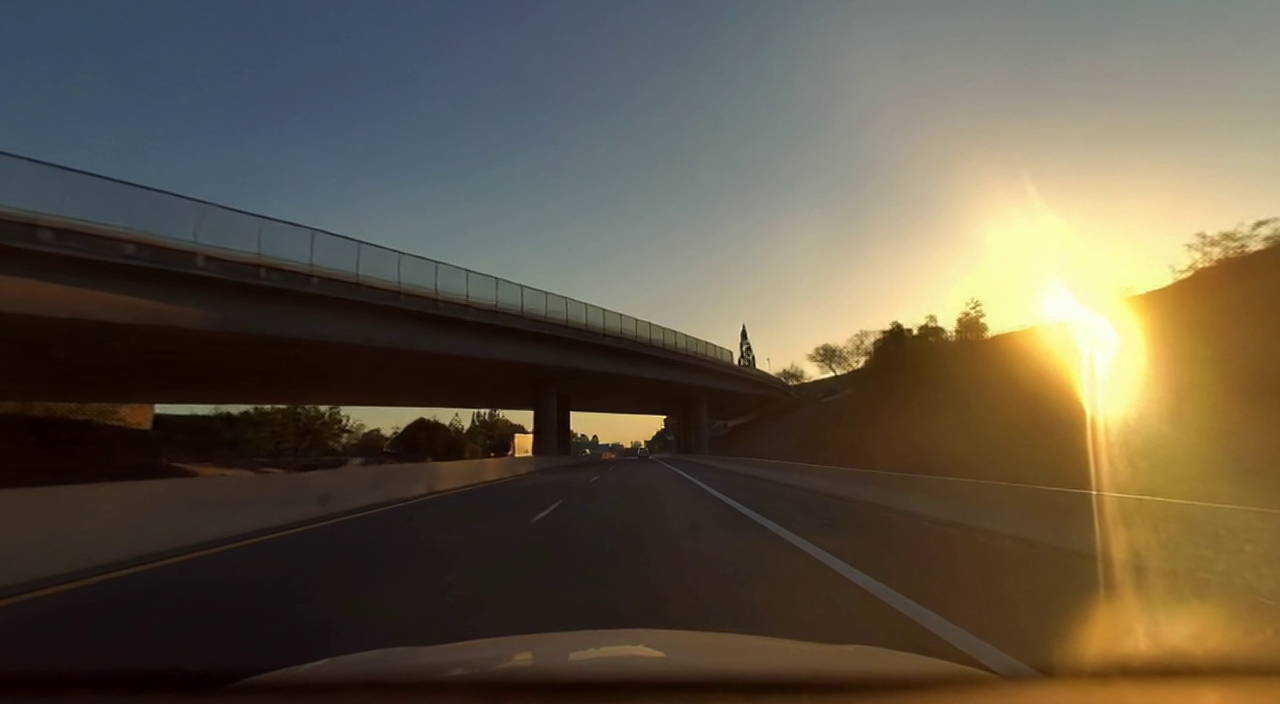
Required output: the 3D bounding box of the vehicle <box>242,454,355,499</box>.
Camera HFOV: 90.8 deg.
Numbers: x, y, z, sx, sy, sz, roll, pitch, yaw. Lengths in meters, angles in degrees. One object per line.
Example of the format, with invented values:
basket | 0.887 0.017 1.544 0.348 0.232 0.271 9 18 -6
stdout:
vehicle | -12.211 4.455 22.886 1.788 1.425 4.096 0 -9 0
